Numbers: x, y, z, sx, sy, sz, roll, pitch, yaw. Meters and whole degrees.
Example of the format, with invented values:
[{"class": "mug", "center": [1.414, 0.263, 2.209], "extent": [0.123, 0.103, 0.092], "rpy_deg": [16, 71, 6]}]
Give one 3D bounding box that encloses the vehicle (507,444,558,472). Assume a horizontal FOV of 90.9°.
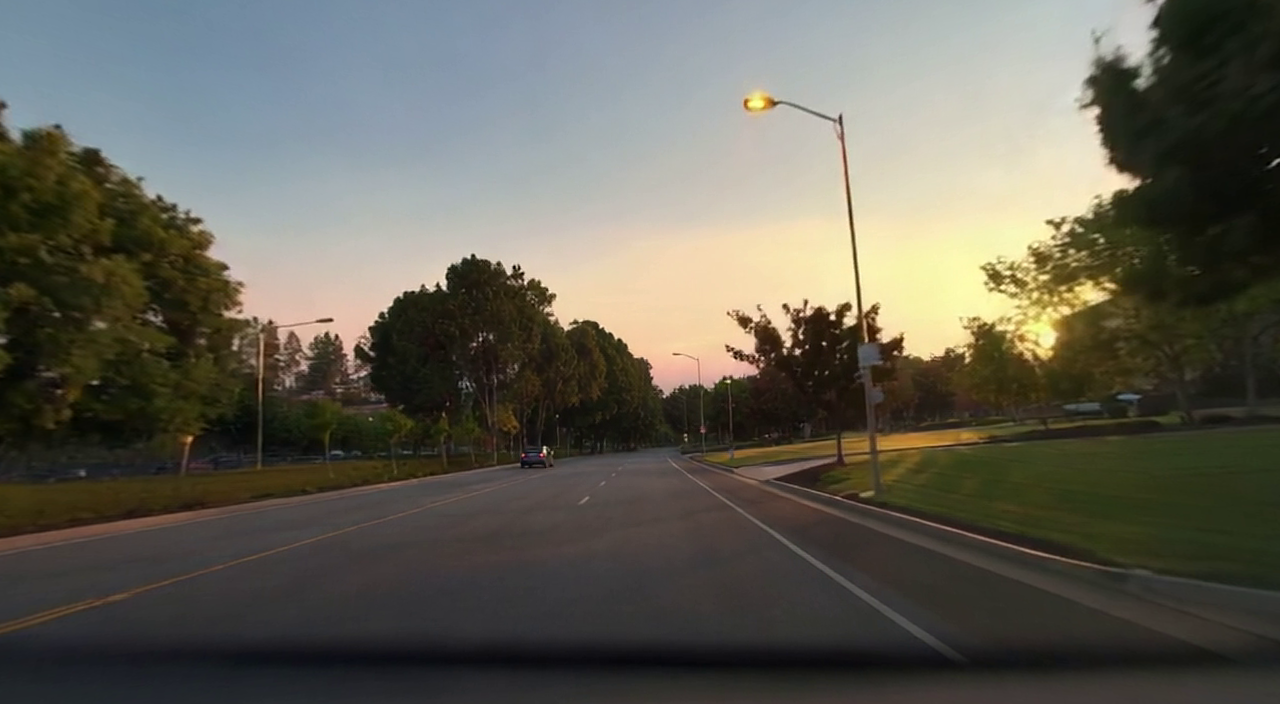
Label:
[{"class": "vehicle", "center": [-5.939, 5.911, 35.499], "extent": [1.945, 1.461, 4.605], "rpy_deg": [-1, -8, 2]}]
